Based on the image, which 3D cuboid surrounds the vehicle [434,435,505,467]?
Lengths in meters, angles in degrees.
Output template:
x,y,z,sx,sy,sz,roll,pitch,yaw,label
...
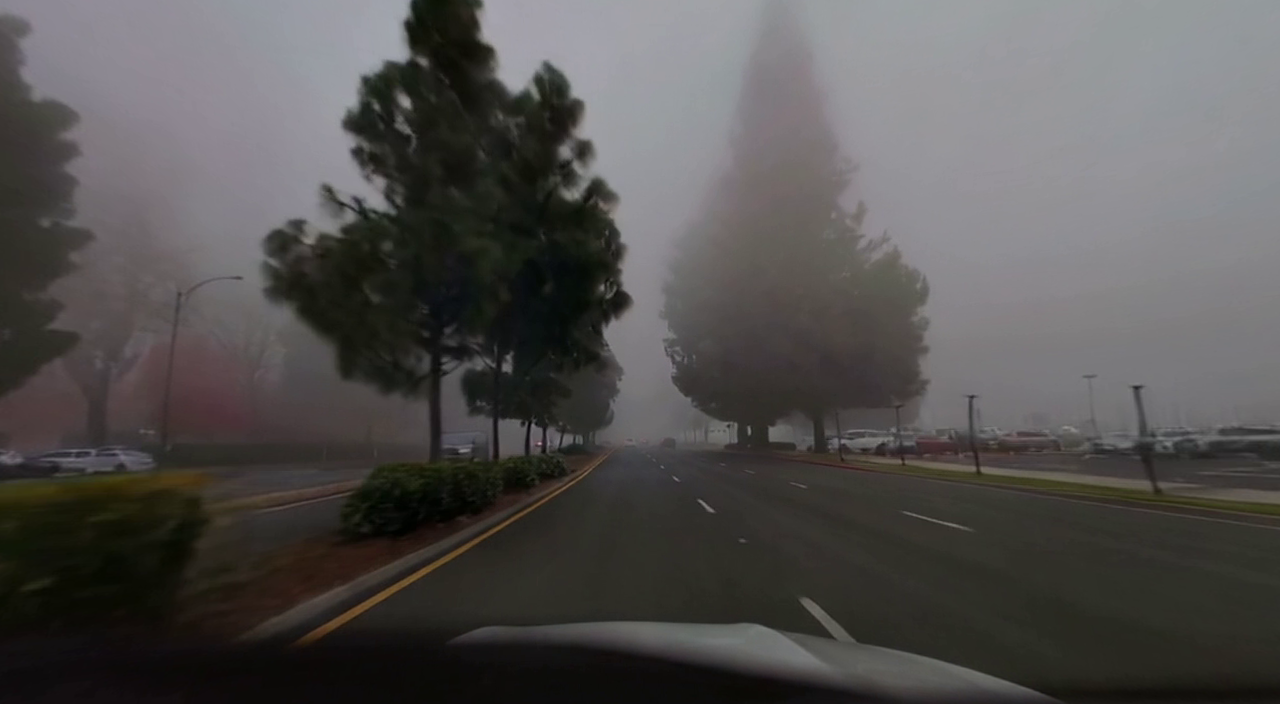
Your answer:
x,y,z,sx,sy,sz,roll,pitch,yaw,label
-10.293,5.909,37.940,4.497,1.774,1.958,-8,-11,42,vehicle
